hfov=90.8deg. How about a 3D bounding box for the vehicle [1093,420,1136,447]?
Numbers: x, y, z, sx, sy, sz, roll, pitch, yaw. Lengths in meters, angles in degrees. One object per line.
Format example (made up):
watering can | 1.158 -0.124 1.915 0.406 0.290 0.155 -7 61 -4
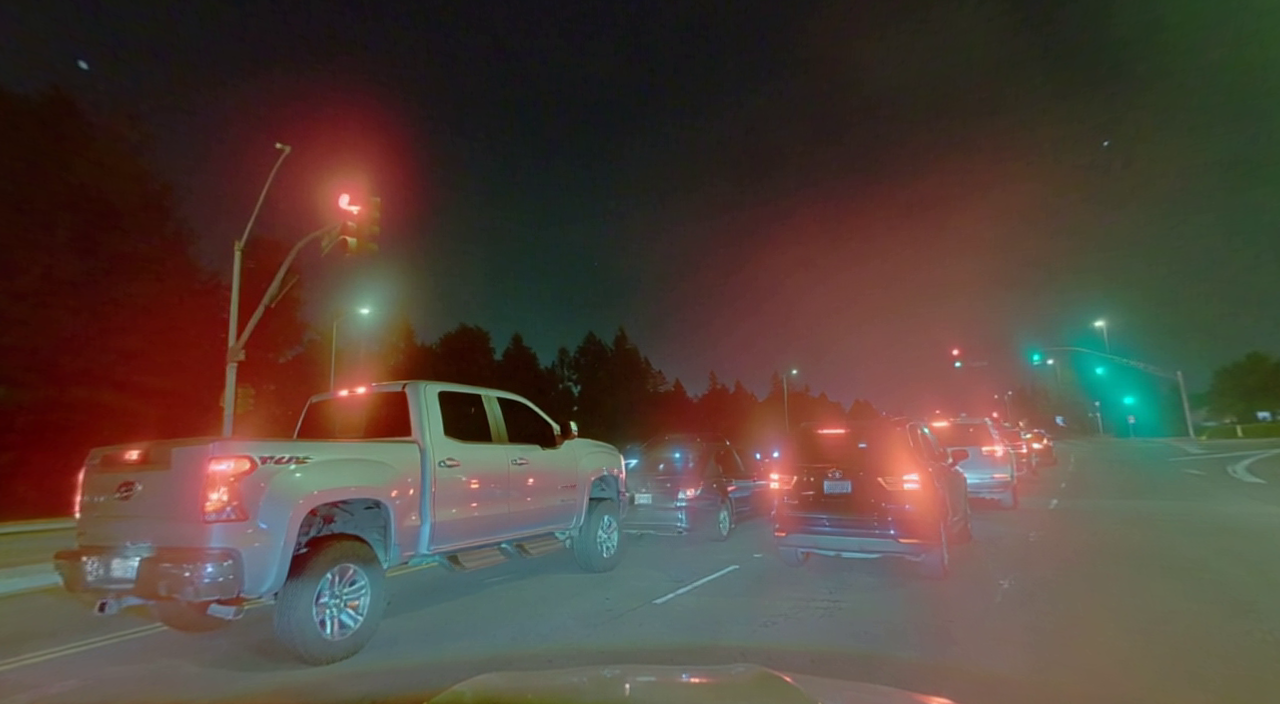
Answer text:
vehicle | 32.808 5.678 43.712 2.160 1.790 4.303 -6 -10 35

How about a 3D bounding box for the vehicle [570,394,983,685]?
vehicle | 1.717 1.378 5.991 2.027 1.549 4.801 -6 -10 35

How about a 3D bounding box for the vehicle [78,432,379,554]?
vehicle | -8.382 2.800 13.422 2.174 2.057 4.738 -6 -10 33

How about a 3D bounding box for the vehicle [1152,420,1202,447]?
vehicle | 35.774 5.477 42.182 2.183 1.714 4.491 -6 -11 37

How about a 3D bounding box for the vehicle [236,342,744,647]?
vehicle | -0.870 1.401 7.471 2.272 2.016 6.146 -5 -10 27
